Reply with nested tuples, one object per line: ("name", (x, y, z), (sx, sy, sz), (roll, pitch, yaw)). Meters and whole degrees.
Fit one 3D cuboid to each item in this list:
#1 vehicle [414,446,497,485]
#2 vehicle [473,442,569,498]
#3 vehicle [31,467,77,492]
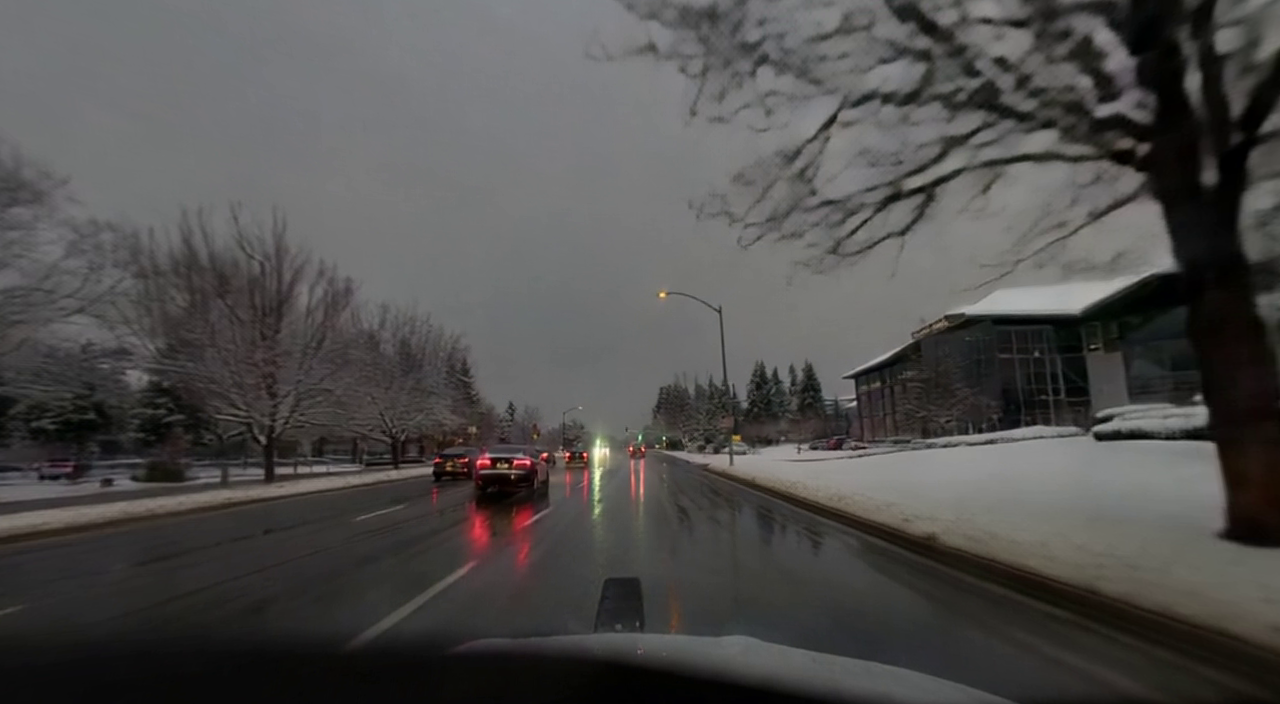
("vehicle", (-7.608, 4.727, 26.616), (1.976, 1.497, 4.709), (0, -9, 1))
("vehicle", (-3.467, 3.556, 19.413), (2.011, 1.483, 4.596), (0, -9, 1))
("vehicle", (-39.769, 8.606, 42.845), (1.960, 1.475, 4.381), (9, -12, -44))
